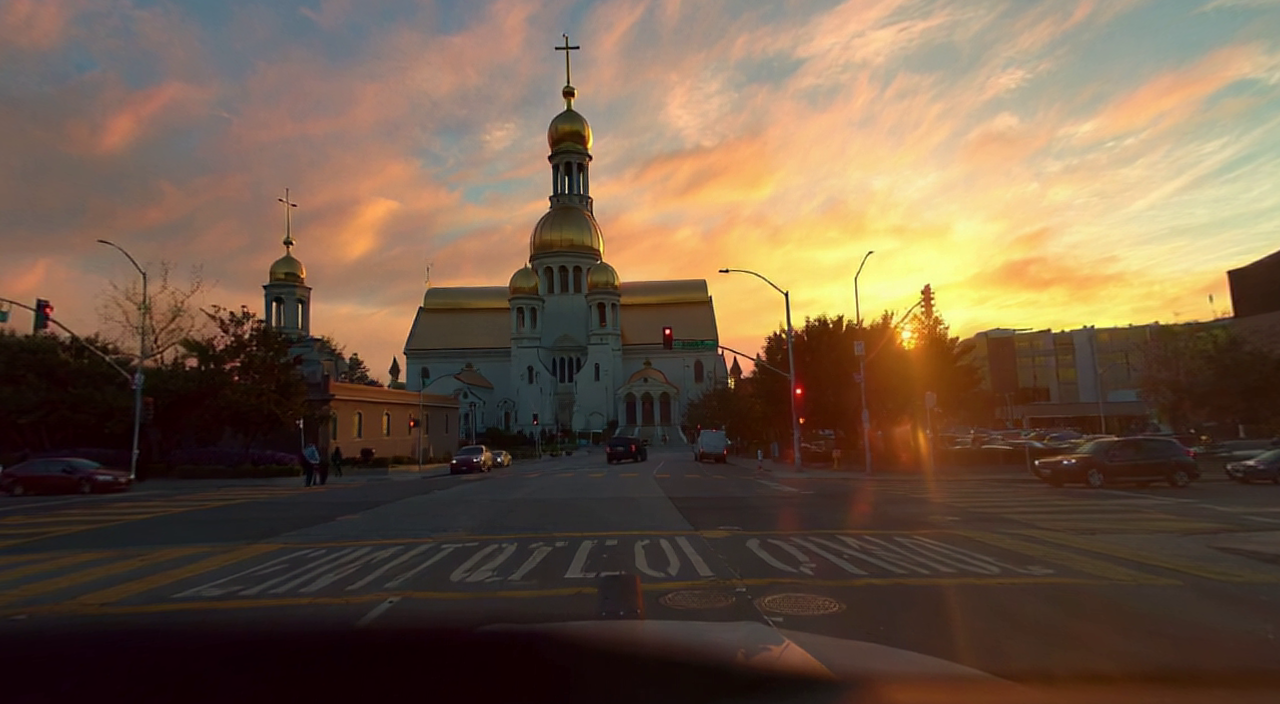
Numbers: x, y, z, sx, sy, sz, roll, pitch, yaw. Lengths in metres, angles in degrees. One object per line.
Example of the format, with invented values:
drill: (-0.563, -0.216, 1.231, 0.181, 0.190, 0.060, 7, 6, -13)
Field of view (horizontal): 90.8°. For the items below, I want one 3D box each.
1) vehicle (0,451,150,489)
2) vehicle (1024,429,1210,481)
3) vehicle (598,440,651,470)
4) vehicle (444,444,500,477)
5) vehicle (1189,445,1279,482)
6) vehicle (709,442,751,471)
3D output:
vehicle: (-23.355, 4.871, 26.221, 4.479, 1.476, 1.873, 0, -8, 1)
vehicle: (19.877, 4.301, 26.574, 5.852, 2.057, 2.361, 0, -8, 0)
vehicle: (-0.858, 6.242, 38.438, 2.051, 1.724, 4.567, -2, -9, 14)
vehicle: (-10.230, 6.616, 38.948, 2.076, 1.876, 4.669, 0, -8, 1)
vehicle: (26.384, 4.674, 26.677, 4.561, 1.475, 1.850, 0, -8, 0)
vehicle: (5.833, 6.854, 41.508, 1.969, 1.776, 4.329, 0, -8, -2)
